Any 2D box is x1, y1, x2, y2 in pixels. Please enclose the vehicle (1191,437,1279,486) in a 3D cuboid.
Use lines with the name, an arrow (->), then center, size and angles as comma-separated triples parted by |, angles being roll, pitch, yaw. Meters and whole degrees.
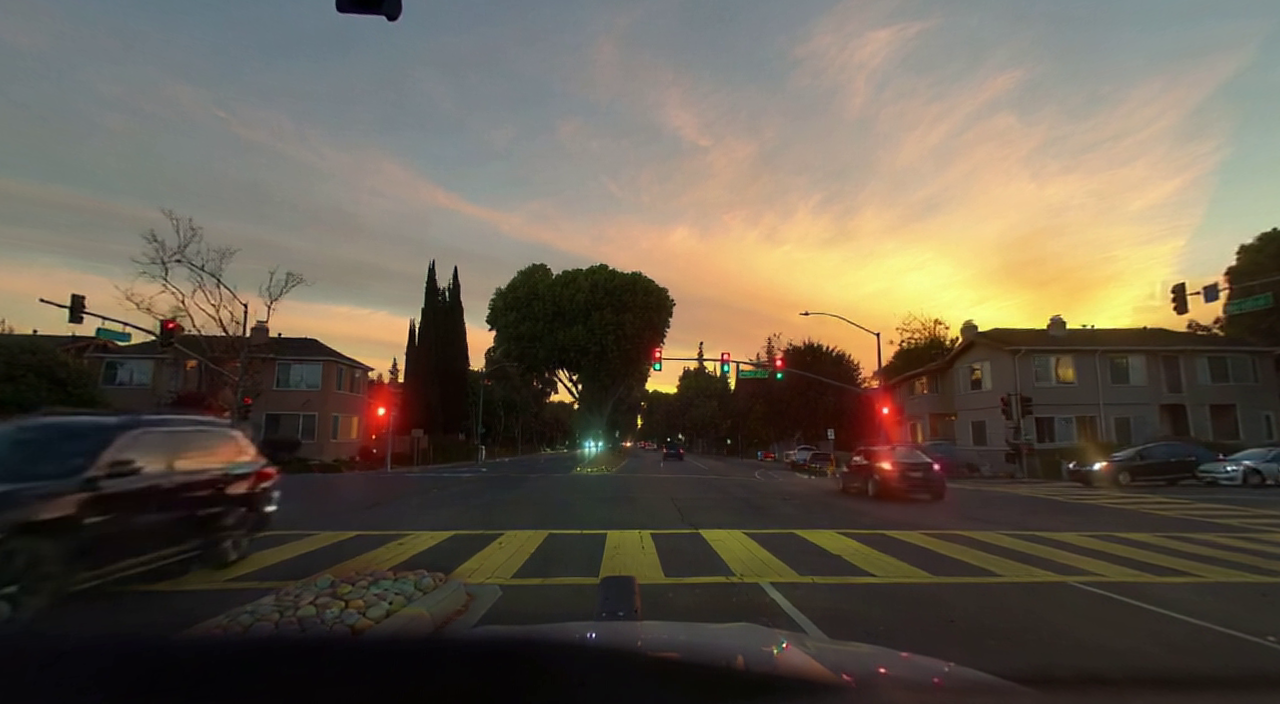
vehicle -> 23.630, 4.039, 23.465 | 4.417, 1.725, 1.969 | 0, -9, -1

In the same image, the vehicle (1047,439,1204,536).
vehicle -> 9.323, 2.483, 12.324 | 1.961, 1.494, 4.438 | -6, -10, 35

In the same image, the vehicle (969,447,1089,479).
vehicle -> 19.734, 5.653, 32.218 | 4.874, 1.544, 1.779 | 0, -9, 1

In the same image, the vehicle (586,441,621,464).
vehicle -> -2.398, 6.710, 42.280 | 2.045, 1.484, 3.991 | 0, -9, 0

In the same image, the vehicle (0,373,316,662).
vehicle -> -4.857, 1.231, 5.404 | 2.025, 1.704, 4.104 | 0, -9, -1
